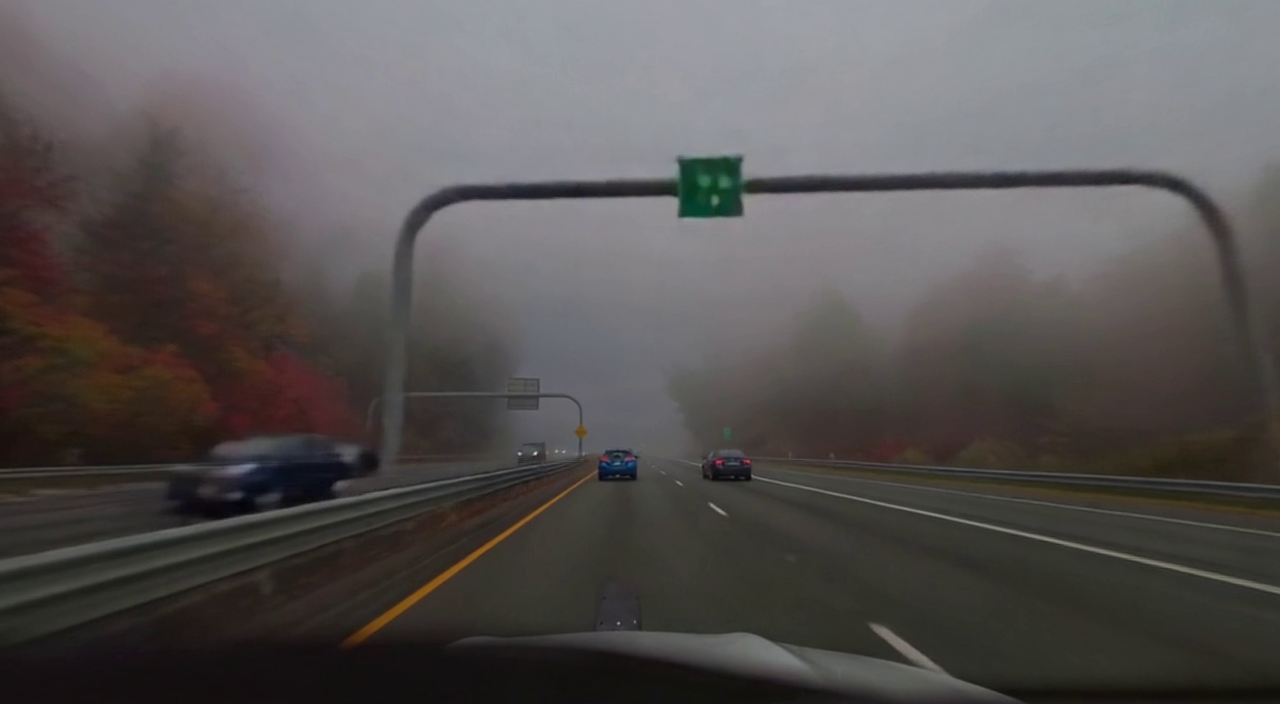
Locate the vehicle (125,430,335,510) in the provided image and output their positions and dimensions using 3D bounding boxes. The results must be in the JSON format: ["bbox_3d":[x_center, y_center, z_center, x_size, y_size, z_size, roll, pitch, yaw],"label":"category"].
[{"bbox_3d":[-9.013,2.623,14.355,1.933,1.510,4.352,0,-9,-2],"label":"vehicle"}]

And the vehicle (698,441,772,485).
[{"bbox_3d":[3.713,4.438,25.312,2.300,1.595,4.144,-1,-9,0],"label":"vehicle"}]

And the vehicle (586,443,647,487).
[{"bbox_3d":[-0.858,4.324,24.382,2.128,1.516,4.410,0,-9,-1],"label":"vehicle"}]
